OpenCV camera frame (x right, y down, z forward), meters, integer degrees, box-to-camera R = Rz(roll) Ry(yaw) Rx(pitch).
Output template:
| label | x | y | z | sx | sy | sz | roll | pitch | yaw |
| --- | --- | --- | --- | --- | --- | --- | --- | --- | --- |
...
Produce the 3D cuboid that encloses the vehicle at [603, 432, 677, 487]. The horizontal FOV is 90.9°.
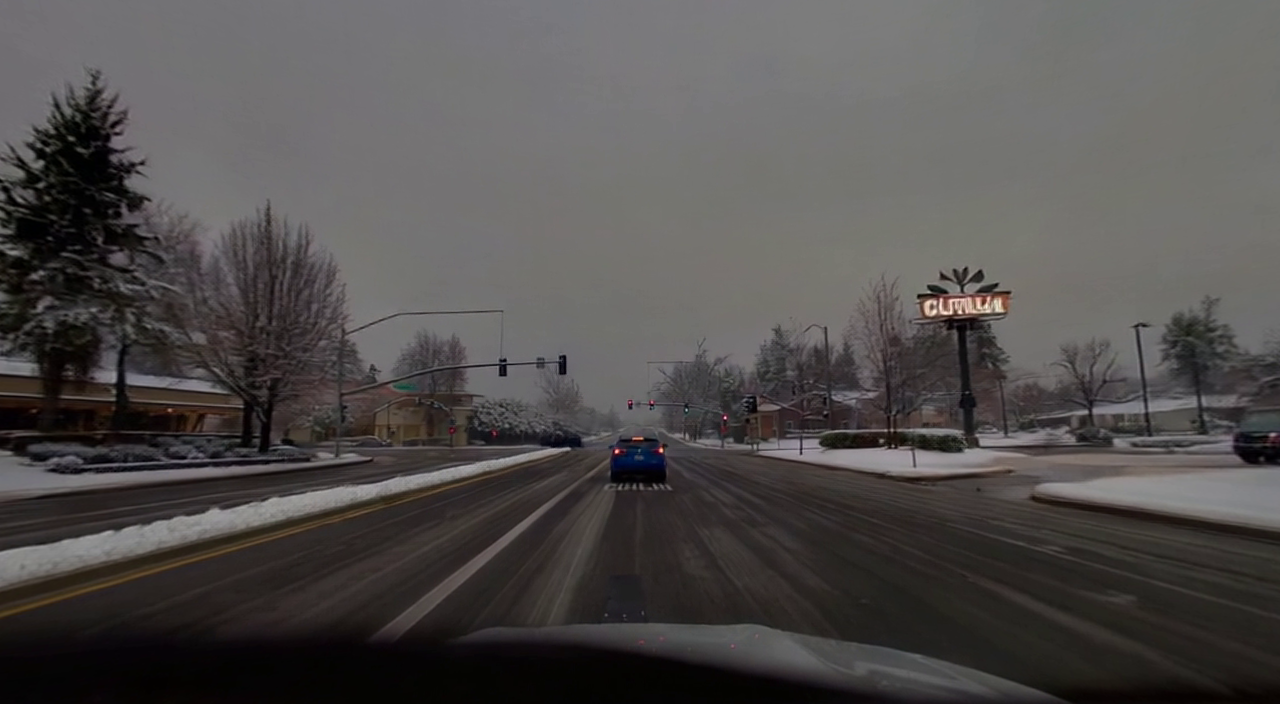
| label | x | y | z | sx | sy | sz | roll | pitch | yaw |
| --- | --- | --- | --- | --- | --- | --- | --- | --- | --- |
| vehicle | -0.049 | 3.288 | 19.651 | 2.028 | 1.478 | 4.545 | 0 | -8 | -1 |
